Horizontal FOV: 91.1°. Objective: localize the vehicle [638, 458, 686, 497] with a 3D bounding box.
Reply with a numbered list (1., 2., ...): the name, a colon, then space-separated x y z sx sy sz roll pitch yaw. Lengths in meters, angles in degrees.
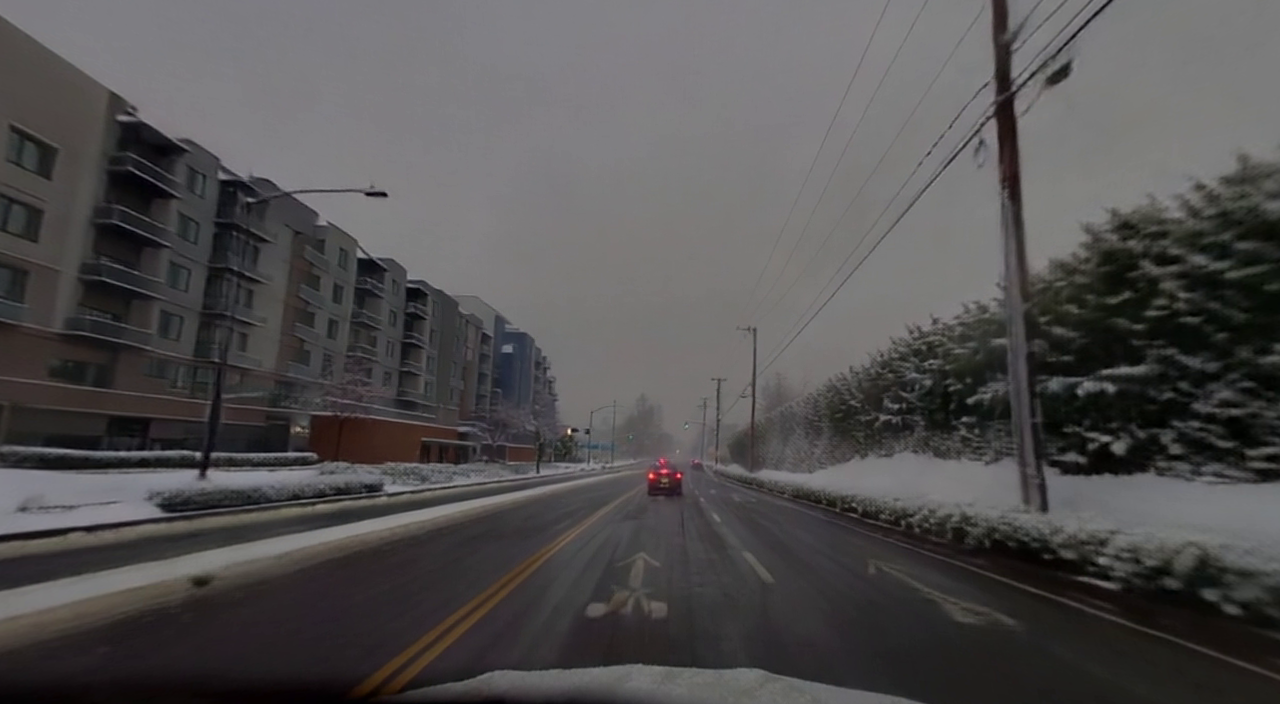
1. vehicle: 1.087 5.794 29.102 2.067 1.629 3.858 0 -11 4
